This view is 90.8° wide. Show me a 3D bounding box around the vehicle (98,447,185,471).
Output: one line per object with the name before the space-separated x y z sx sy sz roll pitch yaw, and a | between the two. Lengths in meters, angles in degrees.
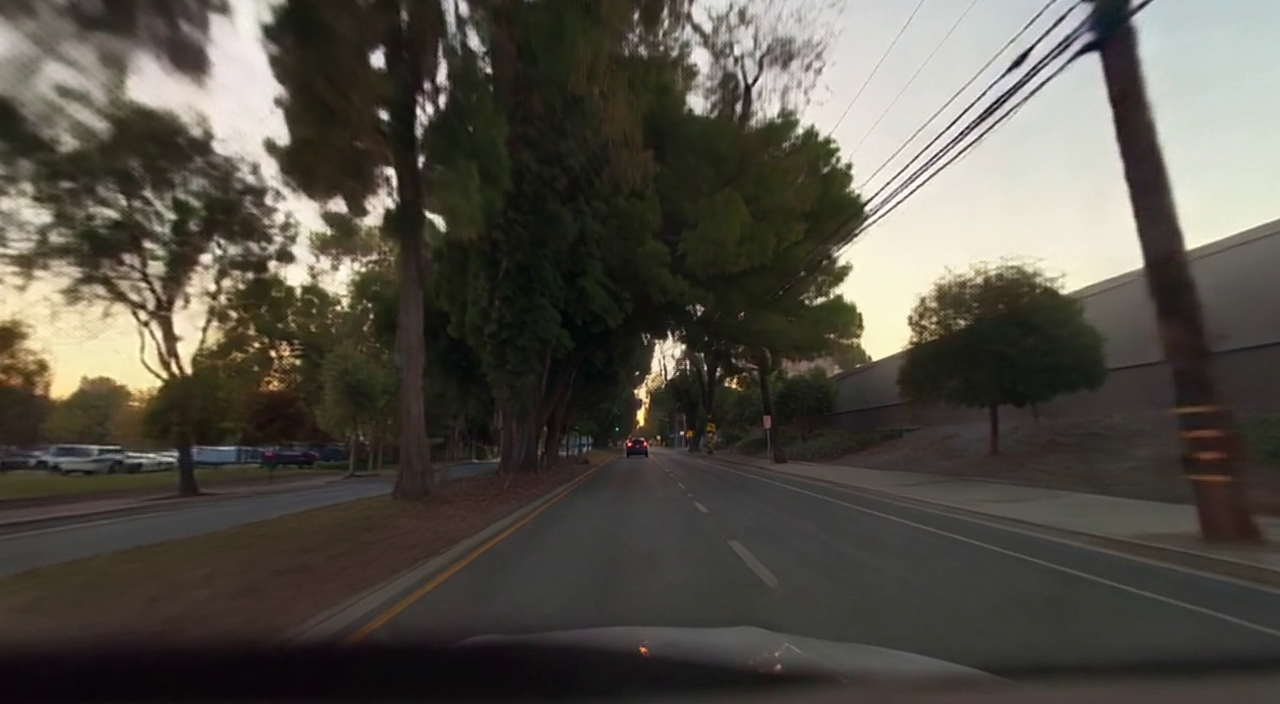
vehicle | -33.392 7.132 42.384 4.207 1.518 1.948 0 -8 1

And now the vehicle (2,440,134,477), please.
vehicle | -33.709 6.259 37.377 5.614 1.886 2.254 -2 -8 0
